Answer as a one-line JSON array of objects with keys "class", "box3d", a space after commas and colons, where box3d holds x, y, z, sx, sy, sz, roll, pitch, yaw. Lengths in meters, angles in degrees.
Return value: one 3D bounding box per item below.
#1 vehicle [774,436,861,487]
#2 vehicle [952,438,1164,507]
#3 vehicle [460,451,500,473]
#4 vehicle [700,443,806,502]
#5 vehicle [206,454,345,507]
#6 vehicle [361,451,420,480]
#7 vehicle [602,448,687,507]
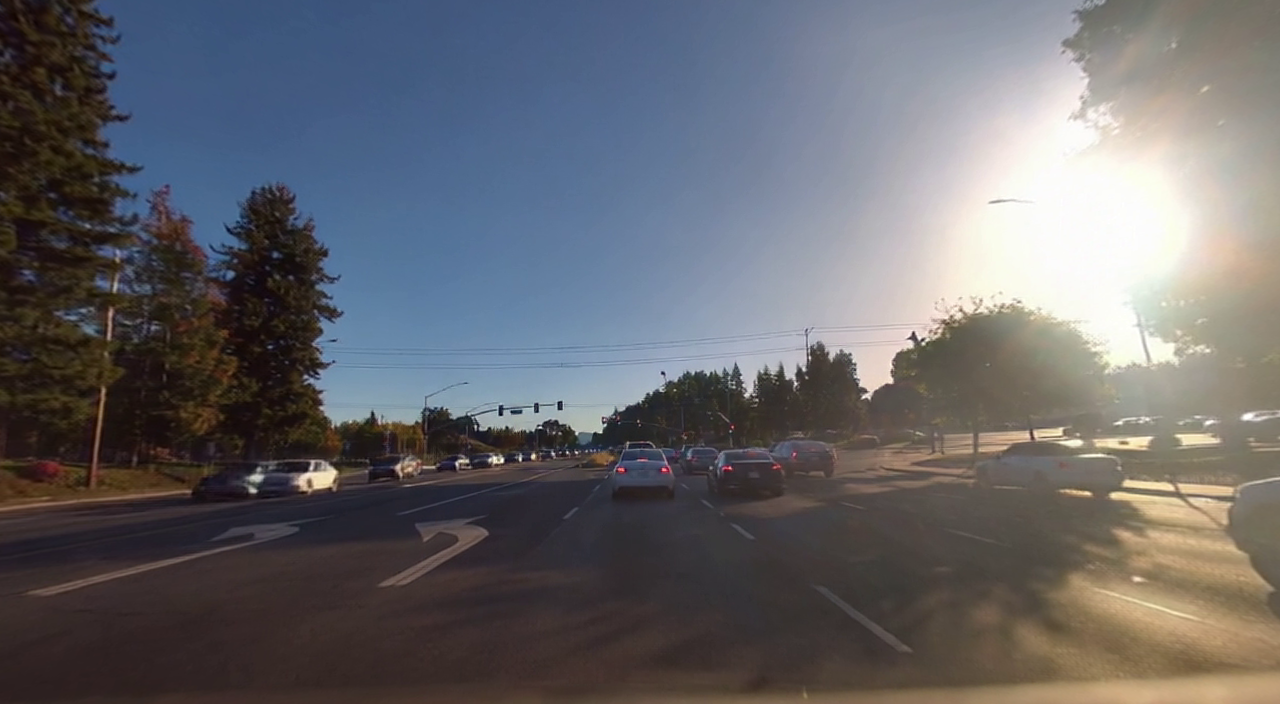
[{"class": "vehicle", "box3d": [6.390, 3.988, 23.289, 1.931, 1.685, 4.054, 0, -8, -1]}, {"class": "vehicle", "box3d": [10.451, 3.022, 16.458, 1.890, 1.488, 5.113, 0, -8, -2]}, {"class": "vehicle", "box3d": [-12.226, 8.413, 48.515, 1.896, 1.484, 4.473, 0, -8, 1]}, {"class": "vehicle", "box3d": [3.055, 3.366, 18.246, 1.970, 1.445, 4.974, 0, -8, -2]}, {"class": "vehicle", "box3d": [-12.059, 4.248, 21.340, 2.002, 1.500, 4.536, 0, -8, 0]}, {"class": "vehicle", "box3d": [-15.888, 7.217, 40.529, 1.908, 1.703, 4.547, 0, -8, 0]}, {"class": "vehicle", "box3d": [0.046, 3.236, 16.795, 1.990, 1.347, 4.067, 0, -8, -2]}]
